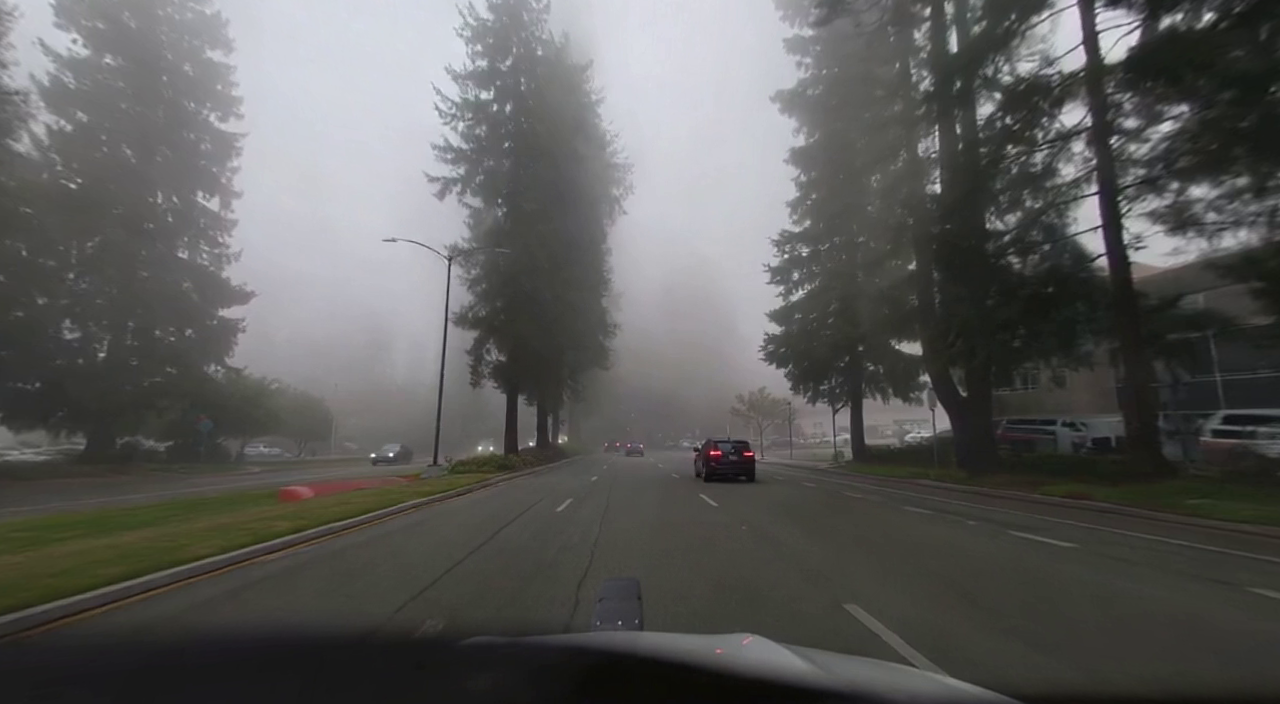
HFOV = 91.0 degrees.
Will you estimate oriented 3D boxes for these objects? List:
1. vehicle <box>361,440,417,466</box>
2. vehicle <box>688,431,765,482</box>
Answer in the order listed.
[{"bbox_3d":[-17.762,7.174,44.832,2.097,1.691,4.569,0,-8,0],"label":"vehicle"},{"bbox_3d":[2.977,3.700,22.542,2.022,1.656,4.025,0,-8,-2],"label":"vehicle"}]
